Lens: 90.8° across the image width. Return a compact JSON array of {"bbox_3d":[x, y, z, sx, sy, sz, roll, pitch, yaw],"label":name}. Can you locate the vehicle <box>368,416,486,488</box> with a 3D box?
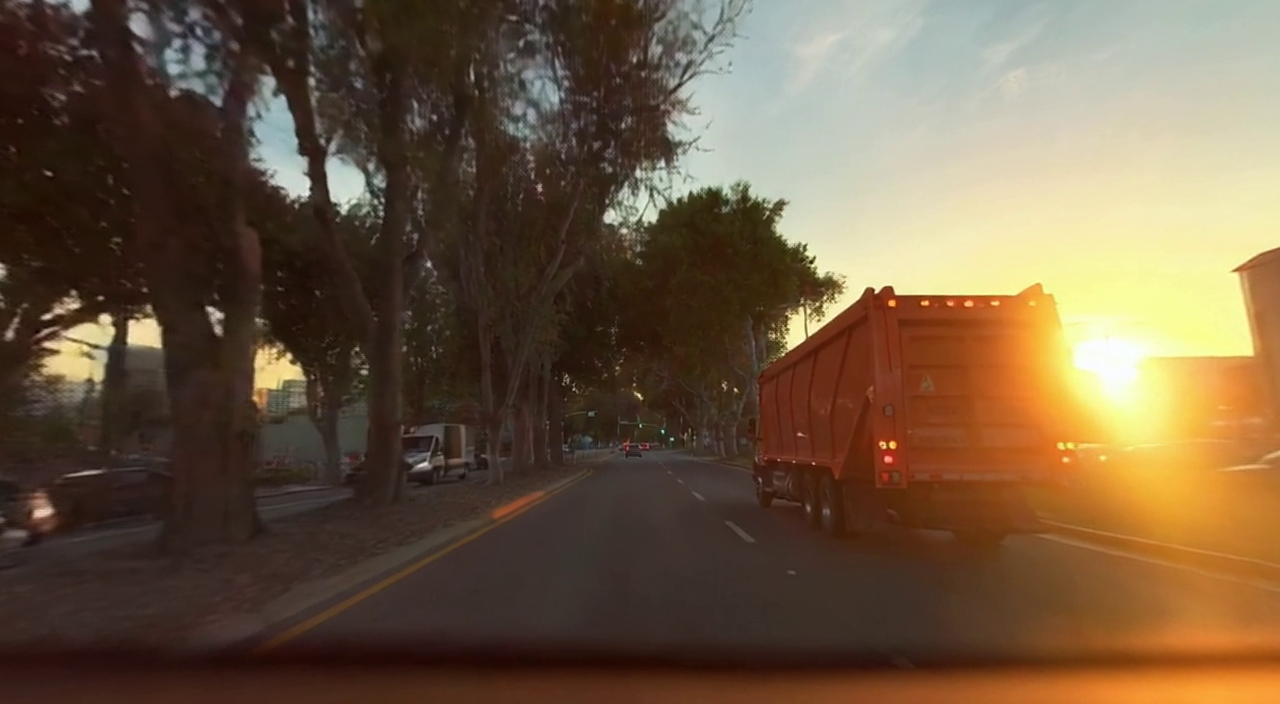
[{"bbox_3d":[-10.427,5.060,32.254,3.257,3.085,9.164,0,-9,-3],"label":"vehicle"}]

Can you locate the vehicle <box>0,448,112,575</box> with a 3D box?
[{"bbox_3d":[-9.975,2.158,8.315,2.089,1.754,4.573,0,-9,-1],"label":"vehicle"}]

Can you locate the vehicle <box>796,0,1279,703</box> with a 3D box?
[{"bbox_3d":[3.945,0.304,4.840,2.731,3.407,10.262,0,-9,-1],"label":"vehicle"}]
